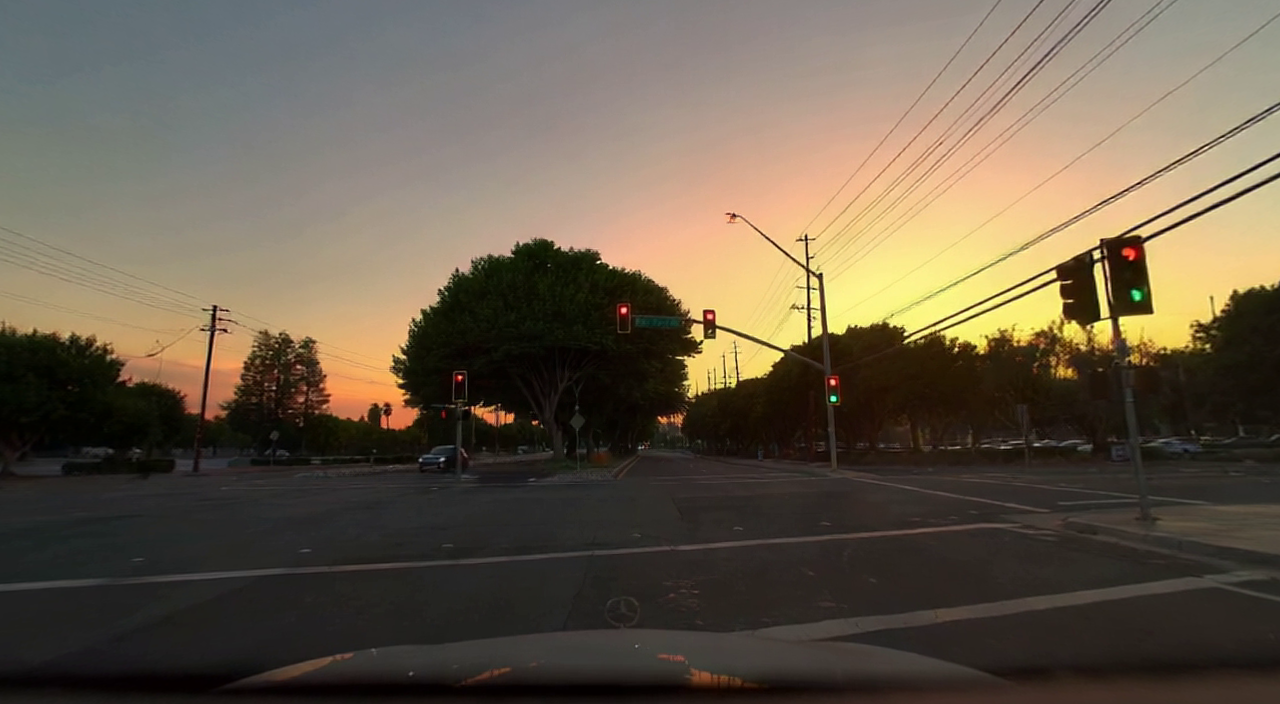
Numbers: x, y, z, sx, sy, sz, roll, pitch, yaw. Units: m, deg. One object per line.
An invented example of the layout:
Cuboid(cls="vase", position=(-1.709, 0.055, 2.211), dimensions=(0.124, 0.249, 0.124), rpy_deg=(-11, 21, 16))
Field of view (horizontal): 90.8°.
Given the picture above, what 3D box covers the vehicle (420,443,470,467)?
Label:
Cuboid(cls="vehicle", position=(-13.721, 7.266, 44.692), dimensions=(1.893, 1.547, 4.283), rpy_deg=(-1, -8, 4))
